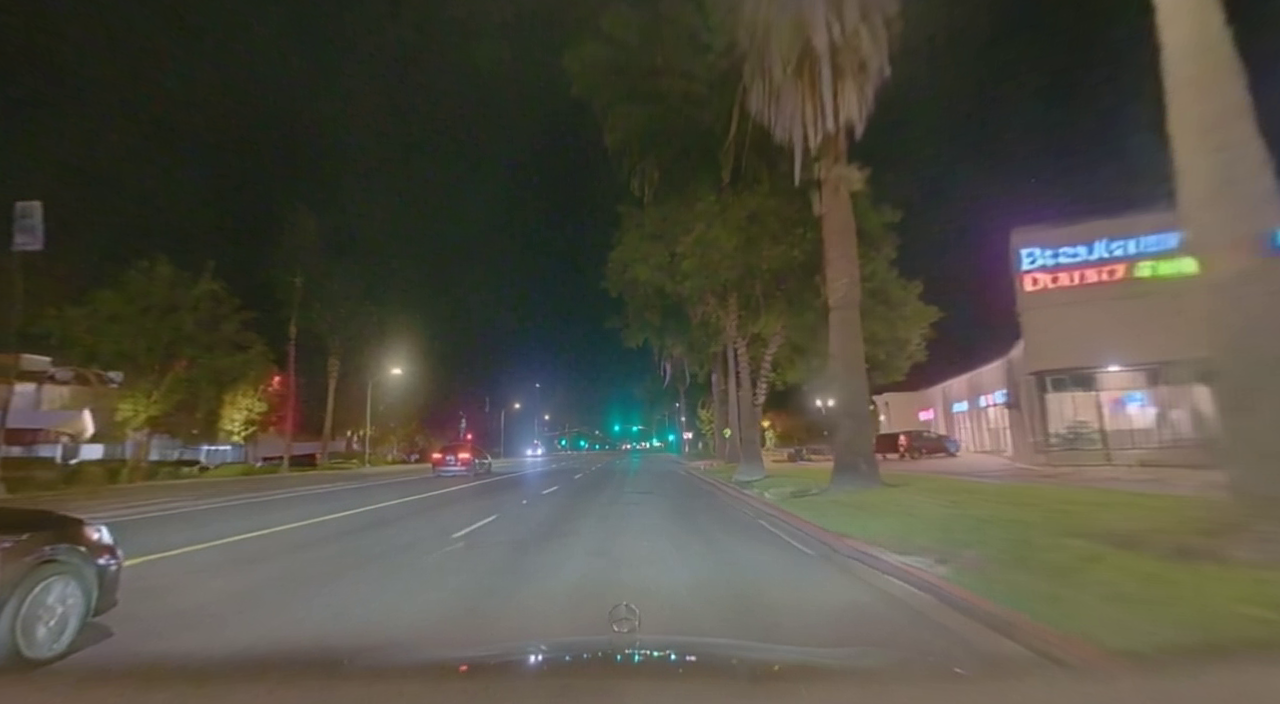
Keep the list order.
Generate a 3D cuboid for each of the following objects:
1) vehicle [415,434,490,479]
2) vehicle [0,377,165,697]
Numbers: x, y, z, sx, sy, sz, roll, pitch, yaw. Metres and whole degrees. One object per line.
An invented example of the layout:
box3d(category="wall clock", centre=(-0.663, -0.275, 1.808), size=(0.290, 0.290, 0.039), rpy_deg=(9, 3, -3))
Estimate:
box3d(category="vehicle", centre=(-8.296, 4.679, 28.339), size=(2.136, 1.844, 4.363), rpy_deg=(1, -8, -2))
box3d(category="vehicle", centre=(-4.370, 0.814, 2.268), size=(2.041, 1.666, 4.182), rpy_deg=(1, -8, -1))
